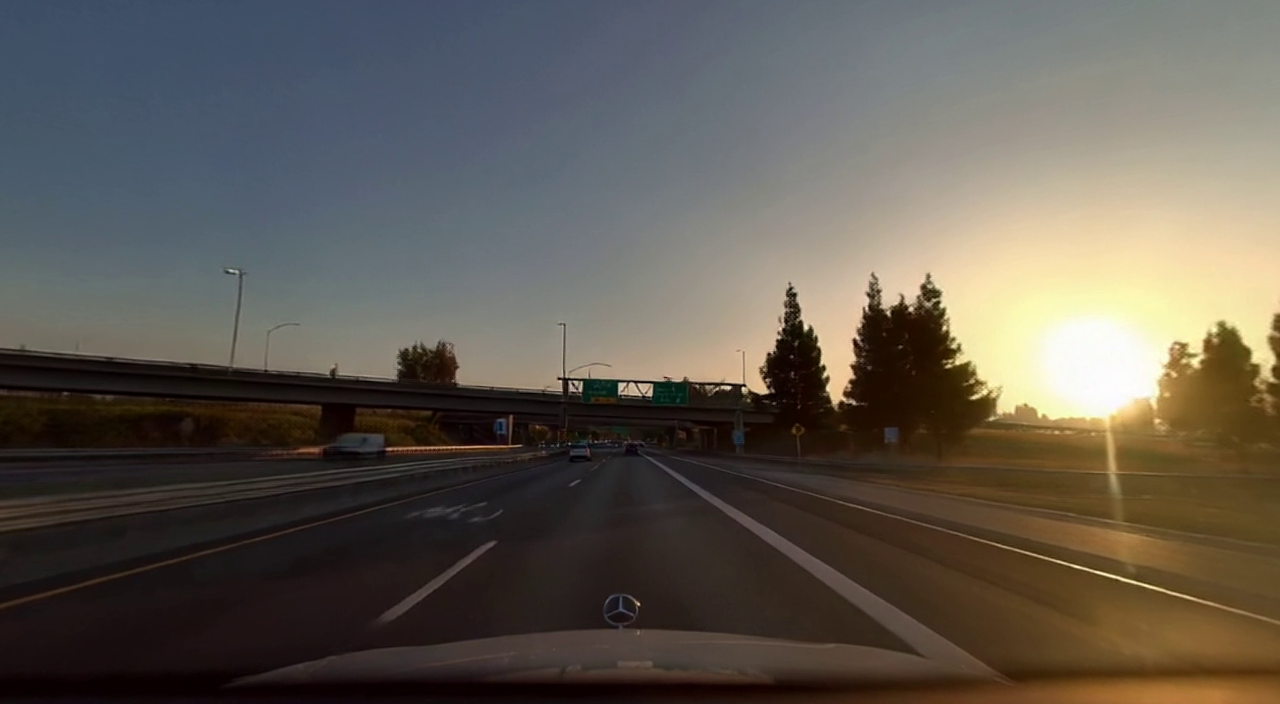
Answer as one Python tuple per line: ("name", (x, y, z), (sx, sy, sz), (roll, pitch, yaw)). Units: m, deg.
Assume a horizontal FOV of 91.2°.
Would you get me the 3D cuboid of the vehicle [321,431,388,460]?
("vehicle", (-16.504, 5.443, 36.447), (1.978, 1.530, 4.057), (0, -9, -1))
